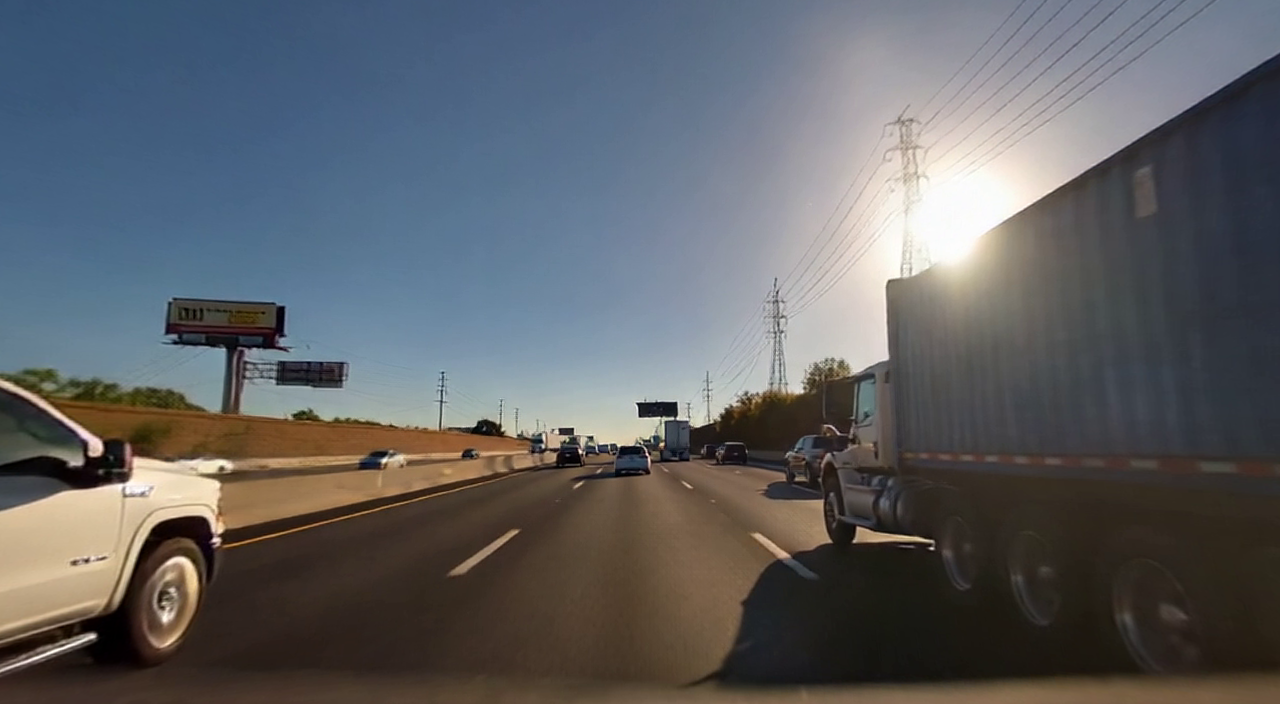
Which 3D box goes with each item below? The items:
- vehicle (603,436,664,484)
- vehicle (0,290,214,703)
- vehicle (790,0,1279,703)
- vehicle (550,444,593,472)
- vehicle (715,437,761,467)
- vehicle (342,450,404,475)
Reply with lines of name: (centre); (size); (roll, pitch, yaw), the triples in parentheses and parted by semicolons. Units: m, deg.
vehicle: (-0.244, 4.177, 24.674); (2.191, 1.685, 4.015); (0, -9, 0)
vehicle: (-4.199, 0.496, 1.344); (2.323, 2.046, 6.006); (0, -9, 1)
vehicle: (3.529, -0.050, 3.925); (3.013, 3.940, 7.933); (0, -9, -1)
vehicle: (-3.942, 6.154, 36.943); (2.025, 1.498, 4.675); (0, -9, 0)
vehicle: (6.955, 7.179, 45.475); (2.302, 1.973, 5.502); (0, -9, -1)
vehicle: (-16.993, 7.008, 40.468); (1.891, 1.476, 4.625); (0, -9, 0)
